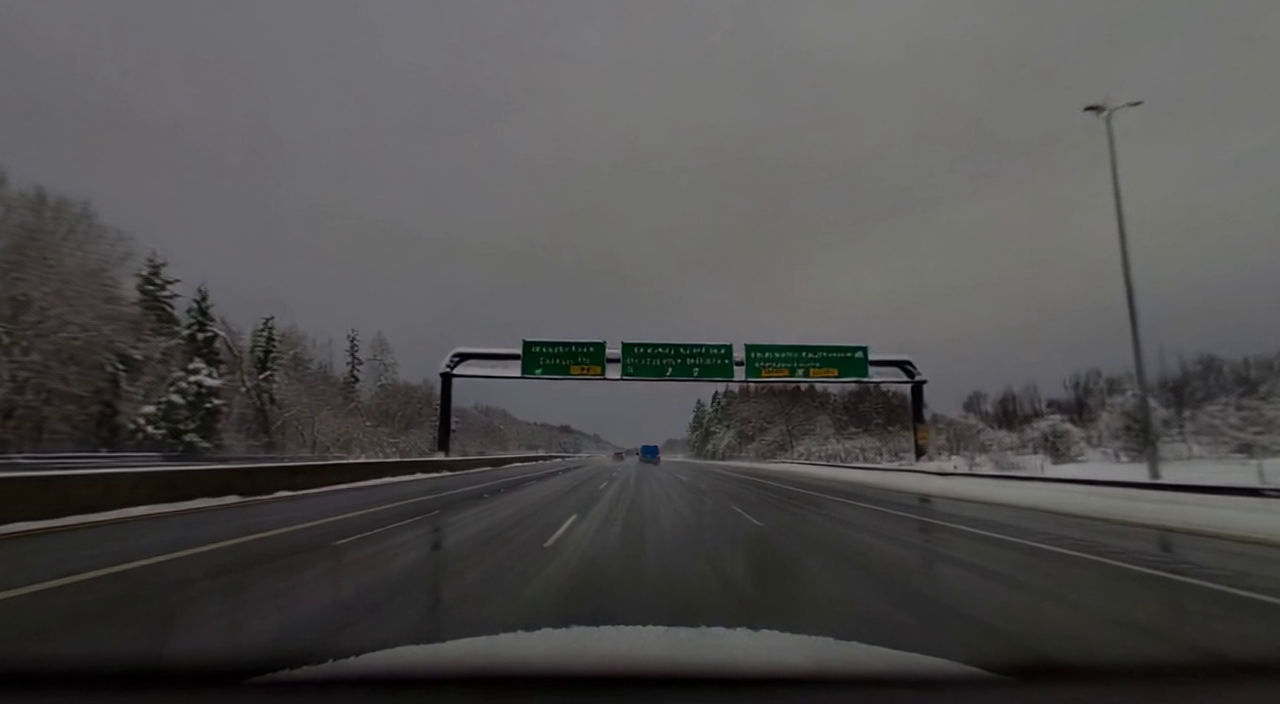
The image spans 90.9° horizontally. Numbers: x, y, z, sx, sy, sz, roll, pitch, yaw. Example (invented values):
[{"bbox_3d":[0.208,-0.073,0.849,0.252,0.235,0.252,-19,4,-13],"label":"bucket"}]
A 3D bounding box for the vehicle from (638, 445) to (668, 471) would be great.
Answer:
[{"bbox_3d":[0.952,8.309,49.379,2.219,1.927,4.409,0,-9,0],"label":"vehicle"}]
